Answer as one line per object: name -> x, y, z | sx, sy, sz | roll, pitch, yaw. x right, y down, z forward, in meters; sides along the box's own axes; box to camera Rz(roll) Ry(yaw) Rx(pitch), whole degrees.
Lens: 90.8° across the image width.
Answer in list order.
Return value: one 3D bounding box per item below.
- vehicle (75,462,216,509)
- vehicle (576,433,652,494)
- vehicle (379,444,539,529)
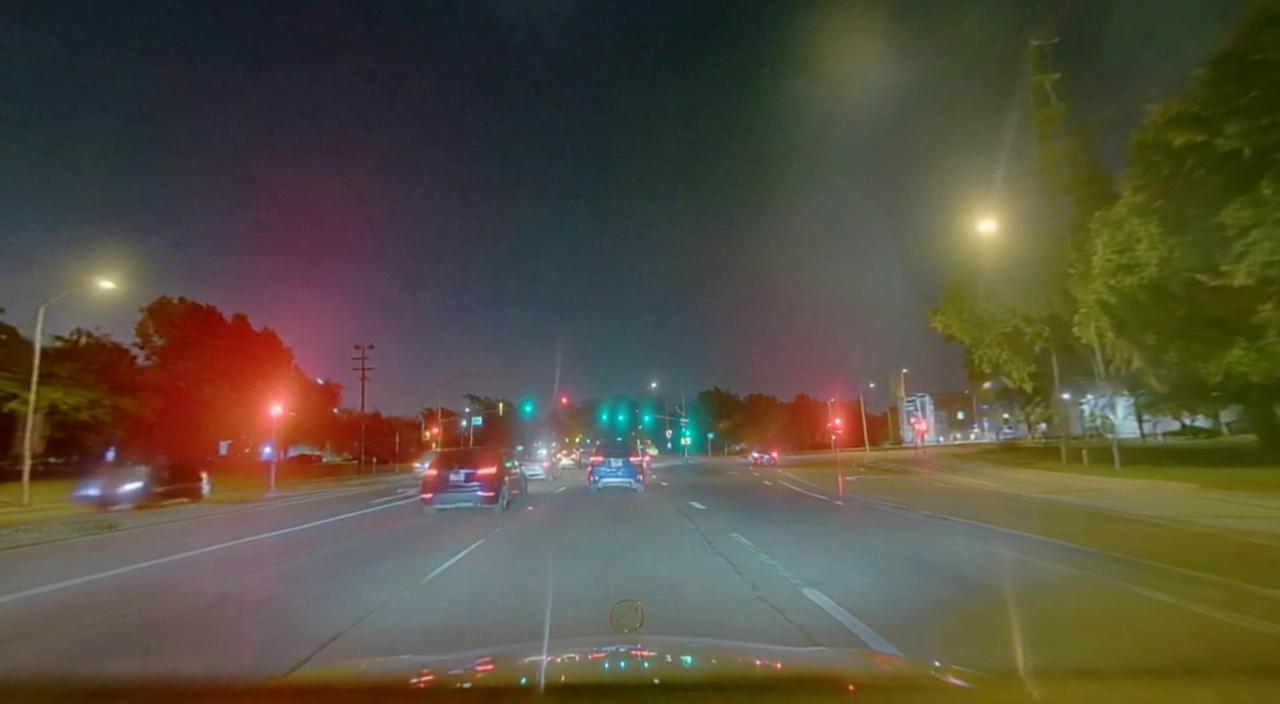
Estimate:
vehicle -> -18.615, 5.013, 24.087 | 1.872, 1.468, 4.316 | 0, -8, 0
vehicle -> -0.793, 3.661, 21.162 | 2.276, 1.850, 3.897 | 0, -8, 0
vehicle -> -3.553, 2.693, 13.394 | 2.064, 1.464, 4.373 | 0, -8, 1
